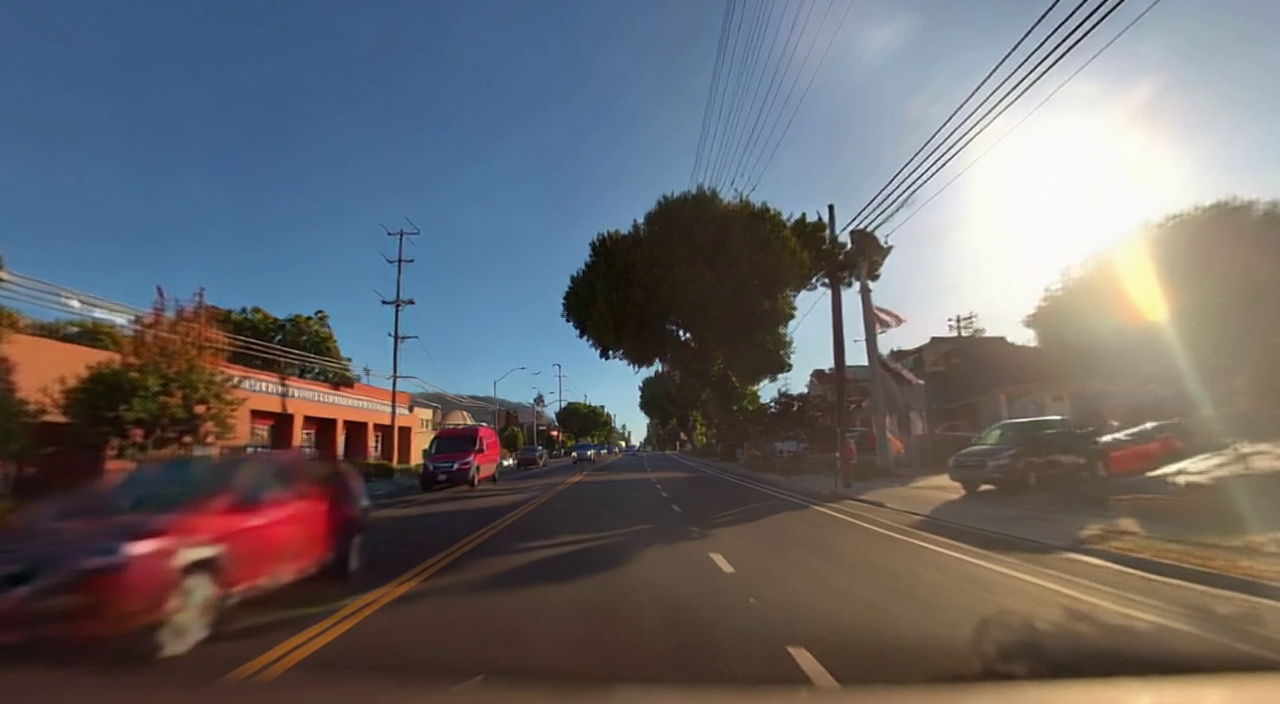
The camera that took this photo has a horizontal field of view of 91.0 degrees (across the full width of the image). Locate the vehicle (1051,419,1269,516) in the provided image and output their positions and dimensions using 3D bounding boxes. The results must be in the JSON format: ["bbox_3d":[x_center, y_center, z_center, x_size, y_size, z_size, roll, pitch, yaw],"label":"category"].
[{"bbox_3d":[10.705,2.350,12.887,4.687,1.634,1.938,6,-13,-33],"label":"vehicle"}]

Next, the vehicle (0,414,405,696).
[{"bbox_3d":[-4.152,1.479,5.860,1.998,1.562,4.433,-1,-8,3],"label":"vehicle"}]

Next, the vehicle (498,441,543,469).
[{"bbox_3d":[-7.942,6.852,42.182,2.242,1.741,4.519,0,-8,-1],"label":"vehicle"}]

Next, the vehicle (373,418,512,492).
[{"bbox_3d":[-7.222,3.914,24.316,2.909,2.362,7.390,-1,-8,1],"label":"vehicle"}]

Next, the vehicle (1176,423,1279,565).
[{"bbox_3d":[9.371,1.783,8.383,4.480,1.616,2.180,5,-10,-35],"label":"vehicle"}]

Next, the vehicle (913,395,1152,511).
[{"bbox_3d":[9.780,2.412,15.459,6.532,2.291,2.575,6,-10,-36],"label":"vehicle"}]

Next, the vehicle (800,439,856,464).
[{"bbox_3d":[12.413,6.582,41.874,2.143,1.518,4.893,0,-8,0],"label":"vehicle"}]
